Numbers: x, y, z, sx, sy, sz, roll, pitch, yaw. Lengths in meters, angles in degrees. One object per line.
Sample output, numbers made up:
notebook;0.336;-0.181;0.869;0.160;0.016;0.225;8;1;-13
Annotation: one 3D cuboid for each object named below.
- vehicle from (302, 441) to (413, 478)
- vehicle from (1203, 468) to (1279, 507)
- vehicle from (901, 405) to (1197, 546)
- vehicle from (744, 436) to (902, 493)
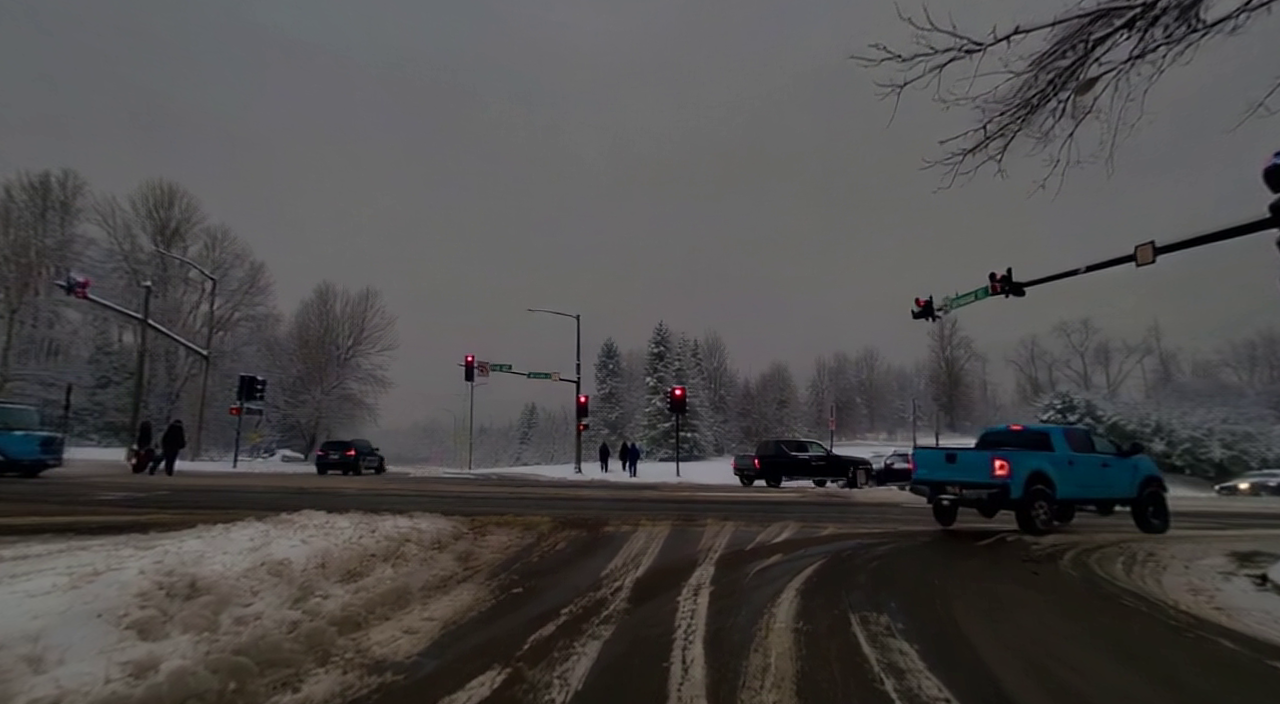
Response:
vehicle;-12.907;4.923;29.156;1.964;1.525;4.750;-2;-9;17
vehicle;26.406;5.609;26.163;4.322;1.522;1.795;1;-9;-4
vehicle;8.880;2.538;13.629;5.978;2.400;2.851;5;-10;-30
vehicle;7.107;4.406;24.841;5.535;1.896;2.170;3;-9;-6
